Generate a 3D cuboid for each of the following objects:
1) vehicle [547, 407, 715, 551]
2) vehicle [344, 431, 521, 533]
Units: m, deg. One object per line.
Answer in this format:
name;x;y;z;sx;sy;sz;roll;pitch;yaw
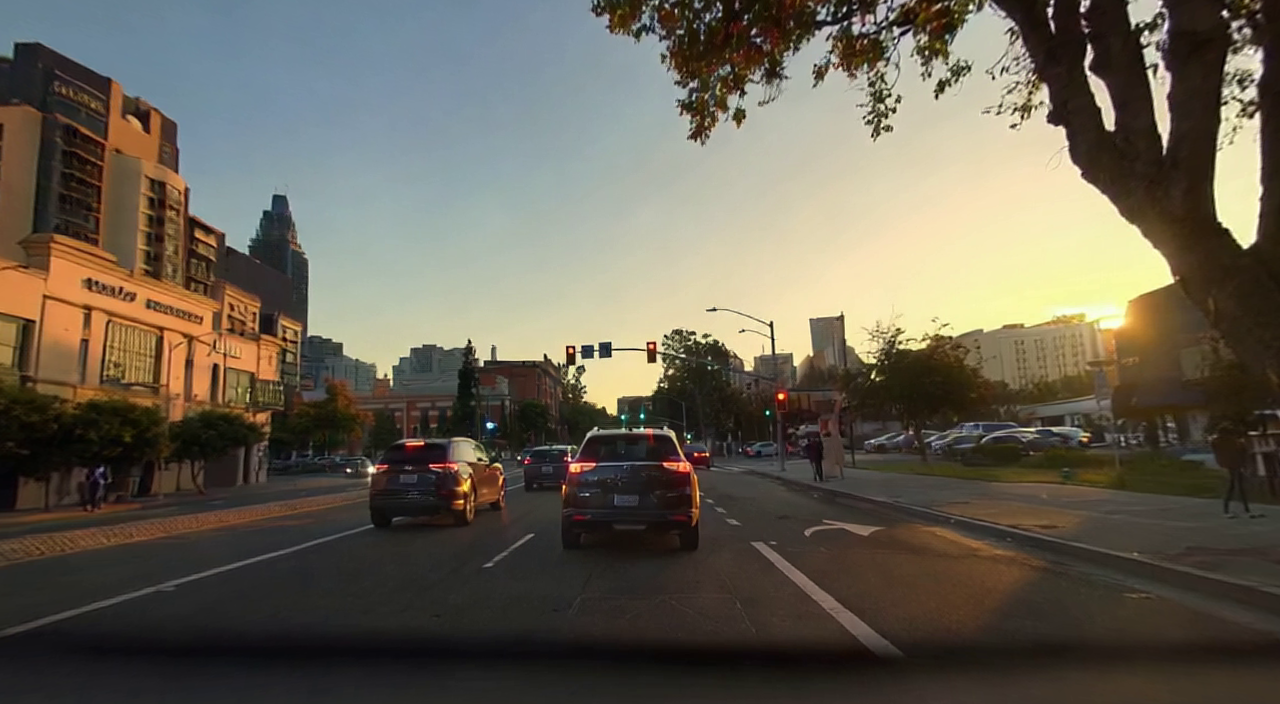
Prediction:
vehicle;-0.083;1.879;9.914;2.075;1.770;4.018;0;-8;1
vehicle;-3.721;2.387;12.221;1.886;1.599;4.247;0;-8;1
